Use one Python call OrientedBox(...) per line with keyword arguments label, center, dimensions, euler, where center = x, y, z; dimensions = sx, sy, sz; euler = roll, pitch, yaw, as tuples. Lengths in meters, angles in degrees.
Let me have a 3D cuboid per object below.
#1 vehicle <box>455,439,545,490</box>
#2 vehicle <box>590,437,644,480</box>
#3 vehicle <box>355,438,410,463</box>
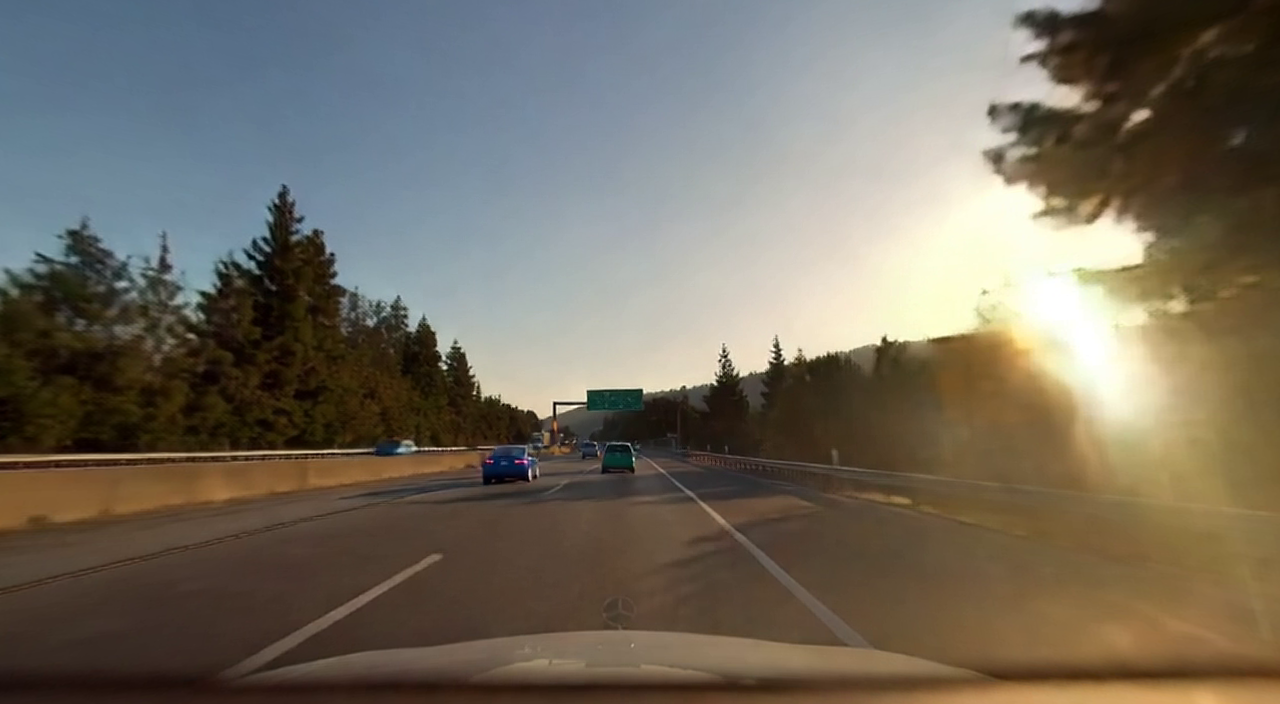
OrientedBox(label="vehicle", center=(-4.788, 3.926, 22.192), dimensions=(2.103, 1.588, 4.709), euler=(-1, -9, 0))
OrientedBox(label="vehicle", center=(-0.973, 4.634, 27.581), dimensions=(2.220, 1.711, 4.056), euler=(0, -9, -1))
OrientedBox(label="vehicle", center=(-17.601, 6.752, 43.037), dimensions=(1.987, 1.594, 4.249), euler=(-1, -9, 0))
